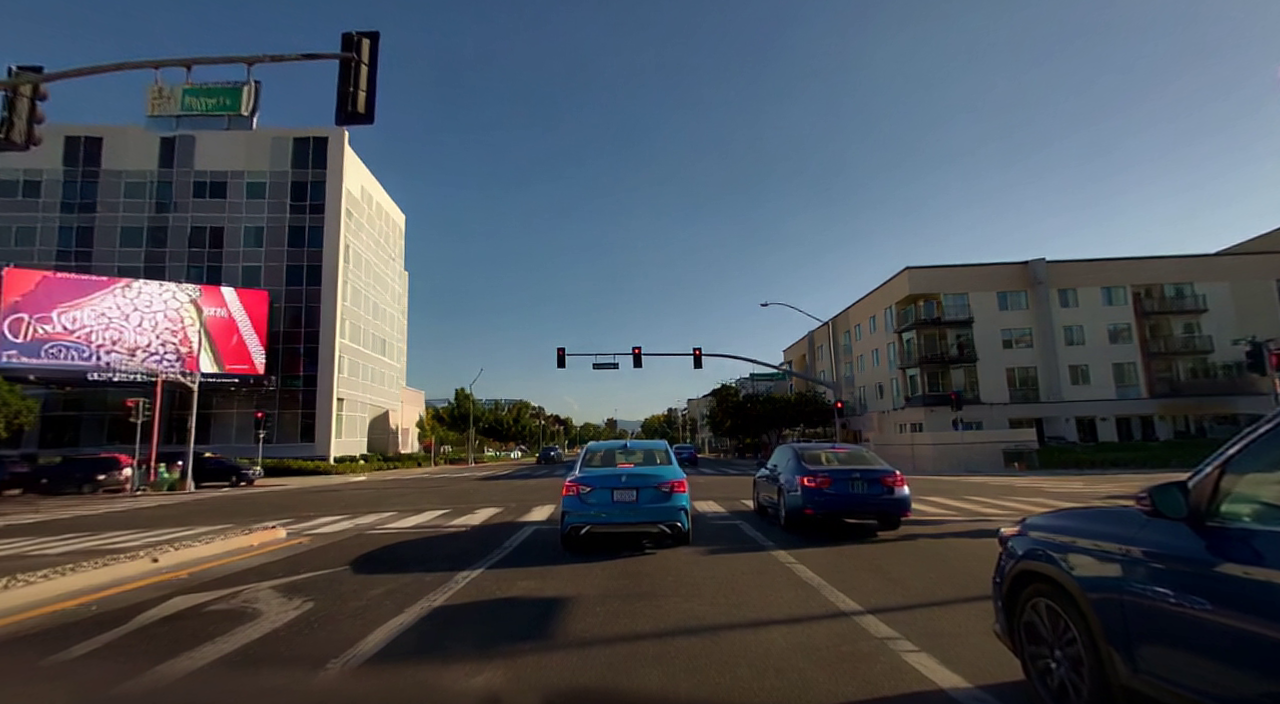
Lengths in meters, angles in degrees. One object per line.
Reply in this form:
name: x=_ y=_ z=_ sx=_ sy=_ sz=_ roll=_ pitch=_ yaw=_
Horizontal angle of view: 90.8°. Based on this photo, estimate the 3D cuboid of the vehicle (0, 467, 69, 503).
vehicle: x=-28.024 y=6.104 z=29.262 sx=1.972 sy=1.433 sz=4.324 roll=8 pitch=-12 yaw=-39

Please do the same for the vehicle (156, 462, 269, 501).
vehicle: x=-19.100 y=5.789 z=28.521 sx=1.942 sy=1.453 sz=4.448 roll=0 pitch=-8 yaw=0

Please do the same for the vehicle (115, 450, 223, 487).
vehicle: x=-27.511 y=6.796 z=37.170 sx=2.300 sy=1.932 sz=5.056 roll=-1 pitch=-9 yaw=2

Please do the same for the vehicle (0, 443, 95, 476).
vehicle: x=-35.704 y=6.335 z=37.388 sx=2.145 sy=1.797 sz=5.198 roll=-1 pitch=-8 yaw=1

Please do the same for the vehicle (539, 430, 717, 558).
vehicle: x=-0.159 y=1.974 z=9.485 sx=2.095 sy=1.502 sz=3.873 roll=0 pitch=-8 yaw=0

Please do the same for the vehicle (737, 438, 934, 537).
vehicle: x=3.198 y=2.304 z=11.460 sx=2.009 sy=1.414 sz=4.416 roll=0 pitch=-8 yaw=-2

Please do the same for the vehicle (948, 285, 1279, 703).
vehicle: x=2.997 y=0.667 z=1.774 sx=2.047 sy=1.785 sz=4.357 roll=0 pitch=-8 yaw=0
